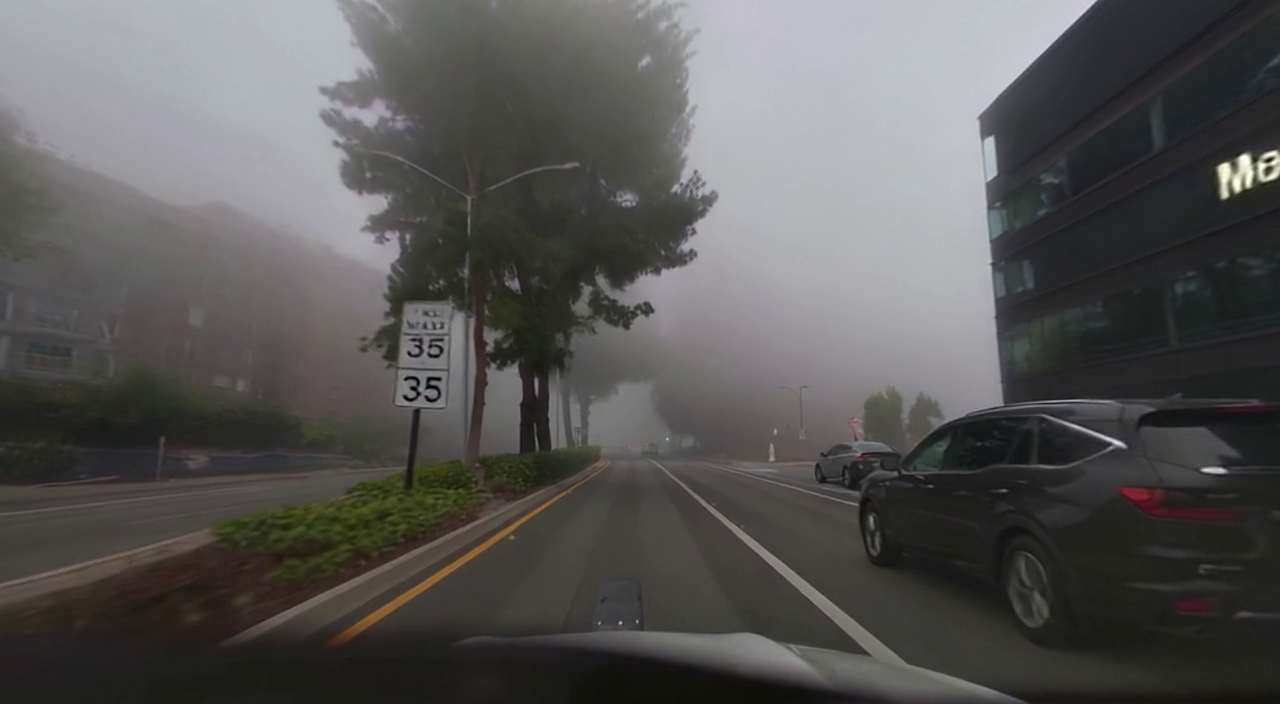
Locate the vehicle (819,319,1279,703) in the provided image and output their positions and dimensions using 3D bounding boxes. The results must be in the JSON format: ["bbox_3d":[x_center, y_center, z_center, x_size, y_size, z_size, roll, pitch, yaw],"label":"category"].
[{"bbox_3d":[3.695,1.181,5.750,2.505,1.971,5.162,0,-8,-1],"label":"vehicle"}]
